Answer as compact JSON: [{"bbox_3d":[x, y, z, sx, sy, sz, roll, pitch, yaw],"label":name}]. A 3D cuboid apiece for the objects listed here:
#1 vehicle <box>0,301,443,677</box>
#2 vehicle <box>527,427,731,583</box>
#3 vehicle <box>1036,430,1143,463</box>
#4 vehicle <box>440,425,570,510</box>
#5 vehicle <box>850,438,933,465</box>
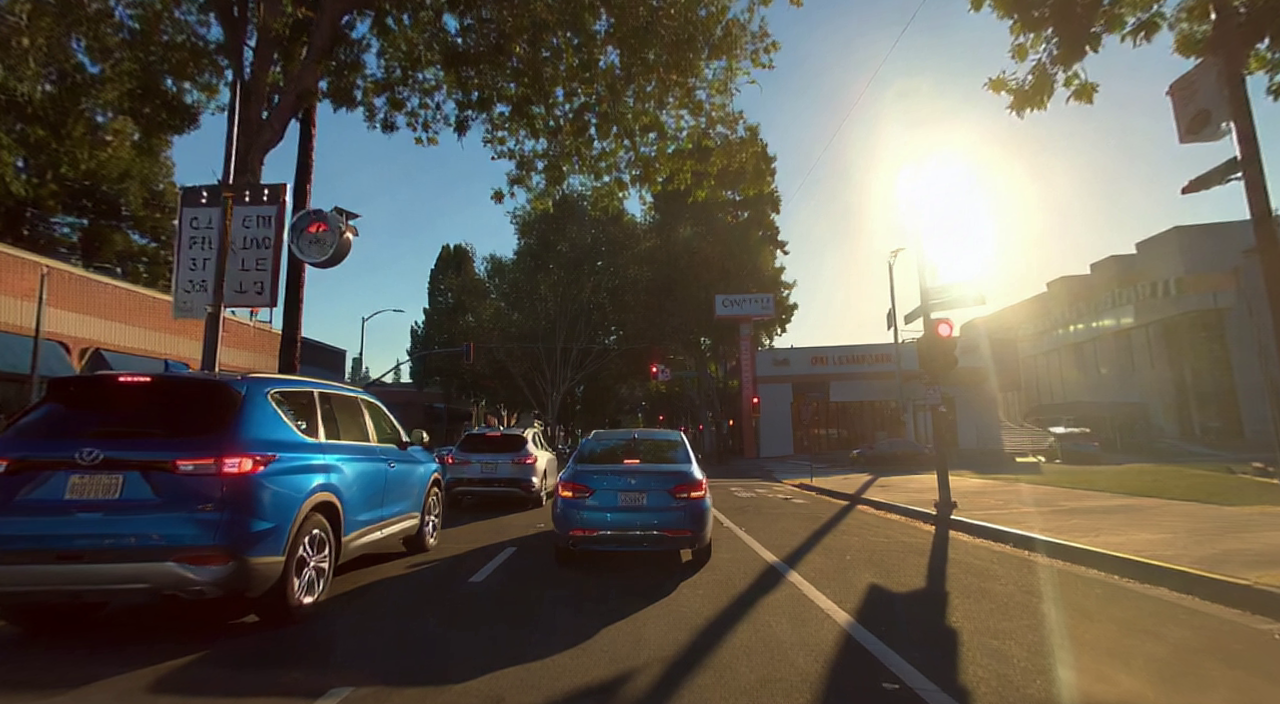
[{"bbox_3d":[-3.831,1.120,6.124,2.152,2.118,5.066,0,-8,0],"label":"vehicle"},{"bbox_3d":[-0.147,1.784,8.198,1.966,1.481,4.146,0,-8,-1],"label":"vehicle"},{"bbox_3d":[24.455,5.181,34.326,4.116,1.719,2.069,-2,-9,13],"label":"vehicle"},{"bbox_3d":[-2.927,2.603,14.611,2.047,1.664,4.148,0,-8,1],"label":"vehicle"},{"bbox_3d":[14.224,5.671,35.704,3.924,1.447,2.039,-2,-9,9],"label":"vehicle"}]
